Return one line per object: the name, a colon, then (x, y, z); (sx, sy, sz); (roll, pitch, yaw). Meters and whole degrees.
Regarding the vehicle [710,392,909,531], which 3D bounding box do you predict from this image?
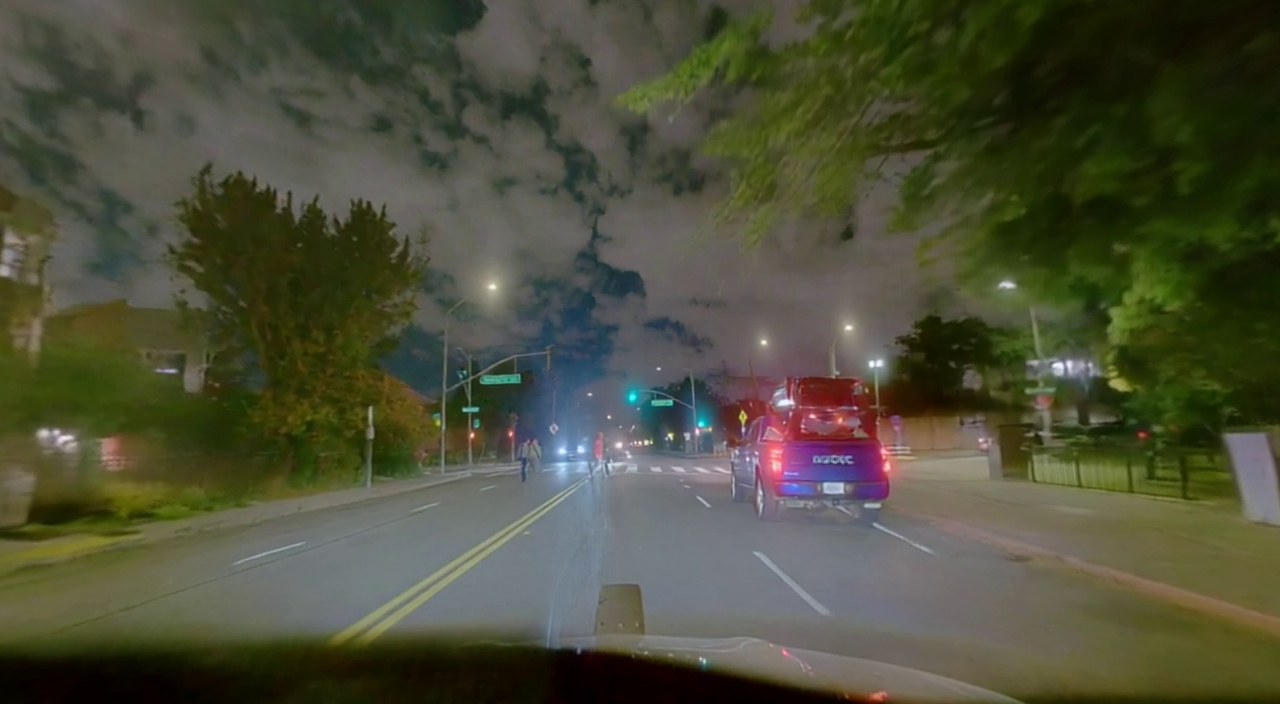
vehicle: (2.777, 1.996, 12.001); (2.177, 2.015, 5.463); (0, -8, -1)
